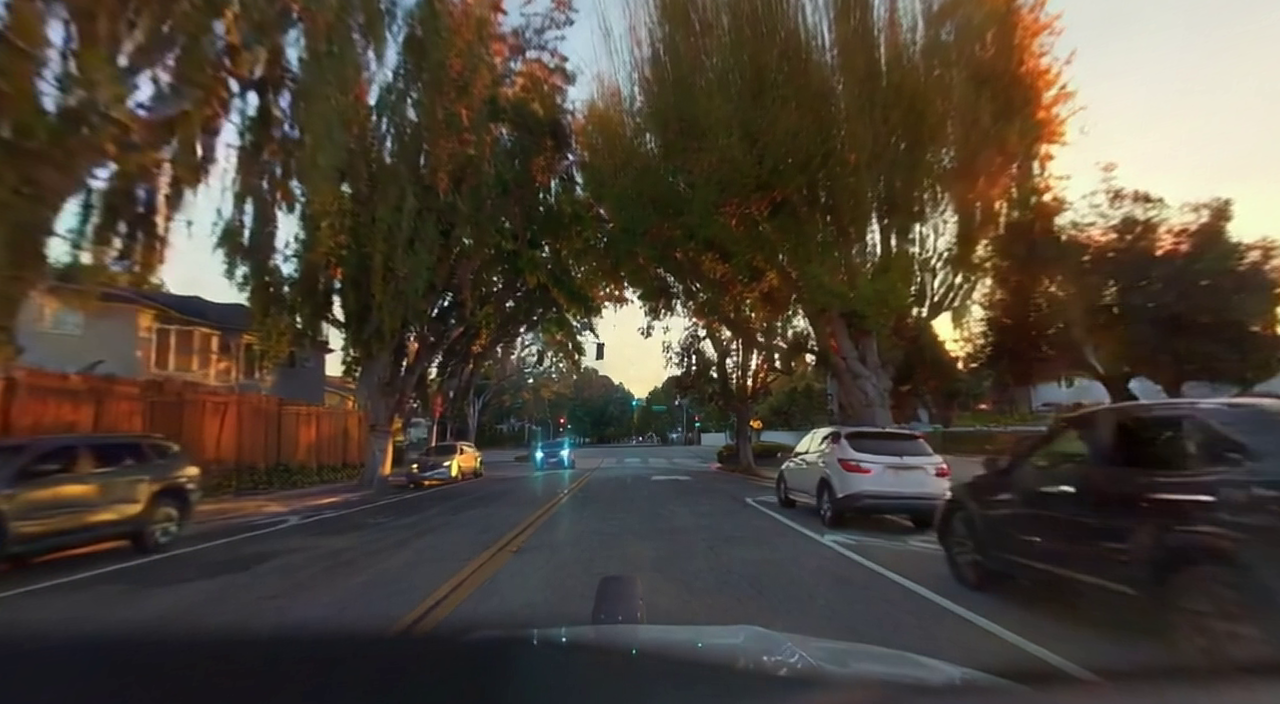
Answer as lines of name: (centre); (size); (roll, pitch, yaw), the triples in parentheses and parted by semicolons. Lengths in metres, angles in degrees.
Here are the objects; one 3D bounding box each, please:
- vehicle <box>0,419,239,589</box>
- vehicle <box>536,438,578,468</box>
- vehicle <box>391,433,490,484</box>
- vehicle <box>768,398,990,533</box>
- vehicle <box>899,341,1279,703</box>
vehicle: (-7.594, 1.802, 8.081); (1.994, 1.718, 4.518); (0, -9, -2)
vehicle: (-4.360, 5.368, 33.556); (1.971, 1.497, 4.285); (1, -9, -4)
vehicle: (-7.612, 4.131, 24.691); (2.150, 1.766, 5.483); (0, -9, -1)
vehicle: (3.875, 1.960, 11.281); (2.063, 1.904, 4.531); (0, -9, -2)
vehicle: (3.771, 1.129, 4.549); (1.908, 1.788, 4.397); (1, -8, 0)
